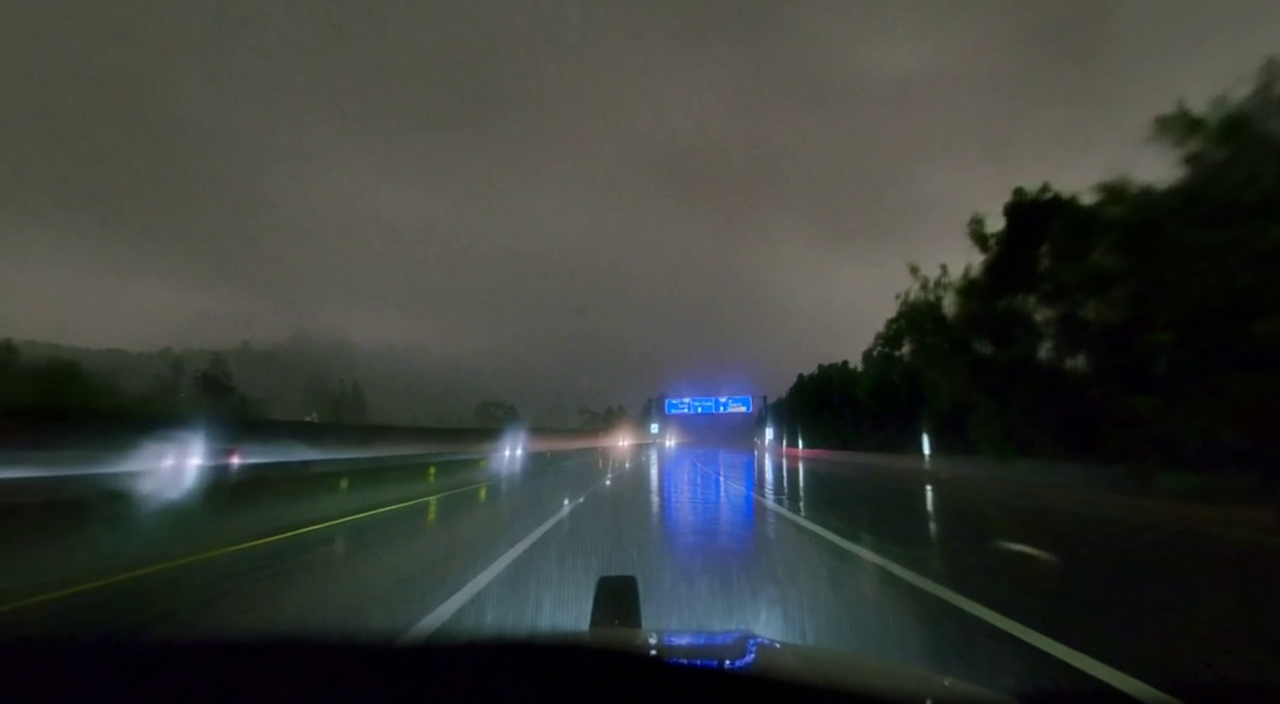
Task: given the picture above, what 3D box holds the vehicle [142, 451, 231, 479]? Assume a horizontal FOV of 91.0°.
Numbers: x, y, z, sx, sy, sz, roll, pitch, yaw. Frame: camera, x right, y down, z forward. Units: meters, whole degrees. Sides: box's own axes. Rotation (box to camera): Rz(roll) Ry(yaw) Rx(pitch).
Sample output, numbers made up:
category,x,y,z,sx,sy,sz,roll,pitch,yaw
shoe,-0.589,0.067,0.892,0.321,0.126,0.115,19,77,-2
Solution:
category,x,y,z,sx,sy,sz,roll,pitch,yaw
vehicle,-28.118,6.989,39.214,1.893,1.496,4.613,-1,-8,5
